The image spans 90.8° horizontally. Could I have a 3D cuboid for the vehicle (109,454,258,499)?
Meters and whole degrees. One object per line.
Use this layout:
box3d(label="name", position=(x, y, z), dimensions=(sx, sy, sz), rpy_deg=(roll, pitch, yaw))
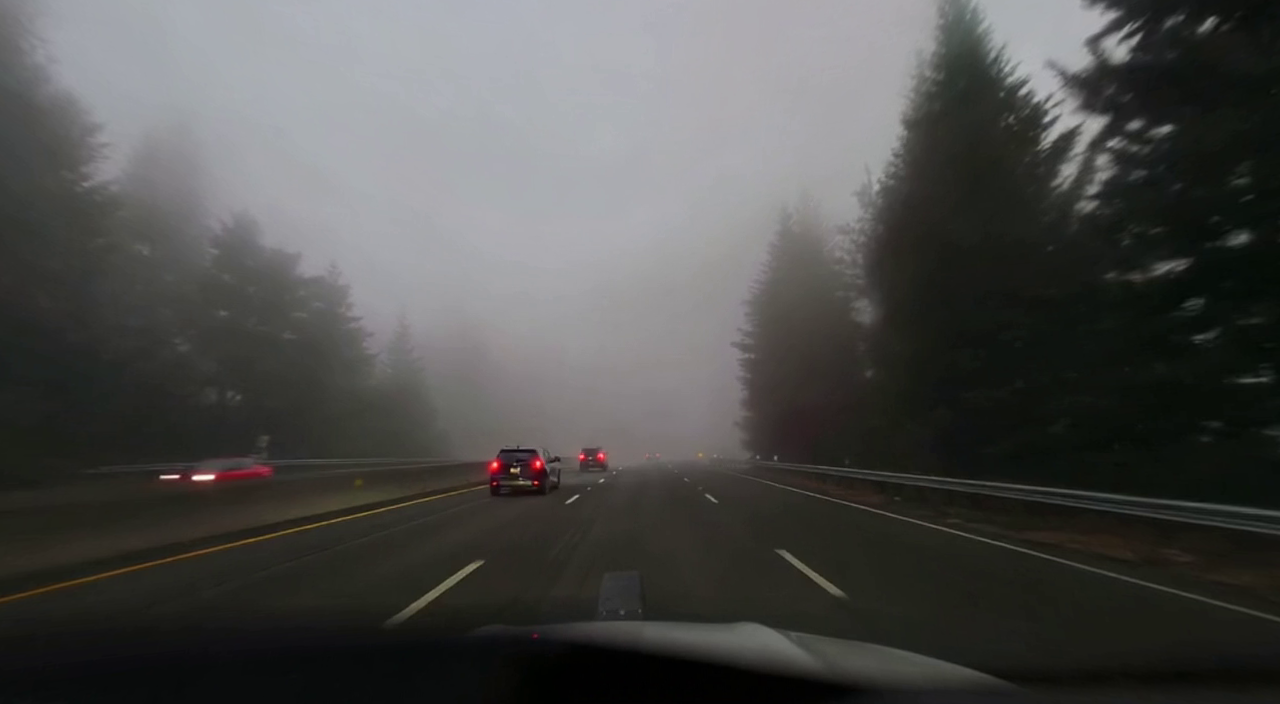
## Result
box3d(label="vehicle", position=(-16.704, 4.548, 23.466), dimensions=(1.974, 1.470, 4.704), rpy_deg=(0, -9, 1))

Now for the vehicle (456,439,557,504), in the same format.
box3d(label="vehicle", position=(-3.595, 3.295, 17.765), dimensions=(1.846, 1.600, 4.108), rpy_deg=(0, -9, 1))

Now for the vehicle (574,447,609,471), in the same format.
box3d(label="vehicle", position=(-3.318, 7.448, 44.046), dimensions=(1.996, 1.565, 4.159), rpy_deg=(0, -9, 2))
